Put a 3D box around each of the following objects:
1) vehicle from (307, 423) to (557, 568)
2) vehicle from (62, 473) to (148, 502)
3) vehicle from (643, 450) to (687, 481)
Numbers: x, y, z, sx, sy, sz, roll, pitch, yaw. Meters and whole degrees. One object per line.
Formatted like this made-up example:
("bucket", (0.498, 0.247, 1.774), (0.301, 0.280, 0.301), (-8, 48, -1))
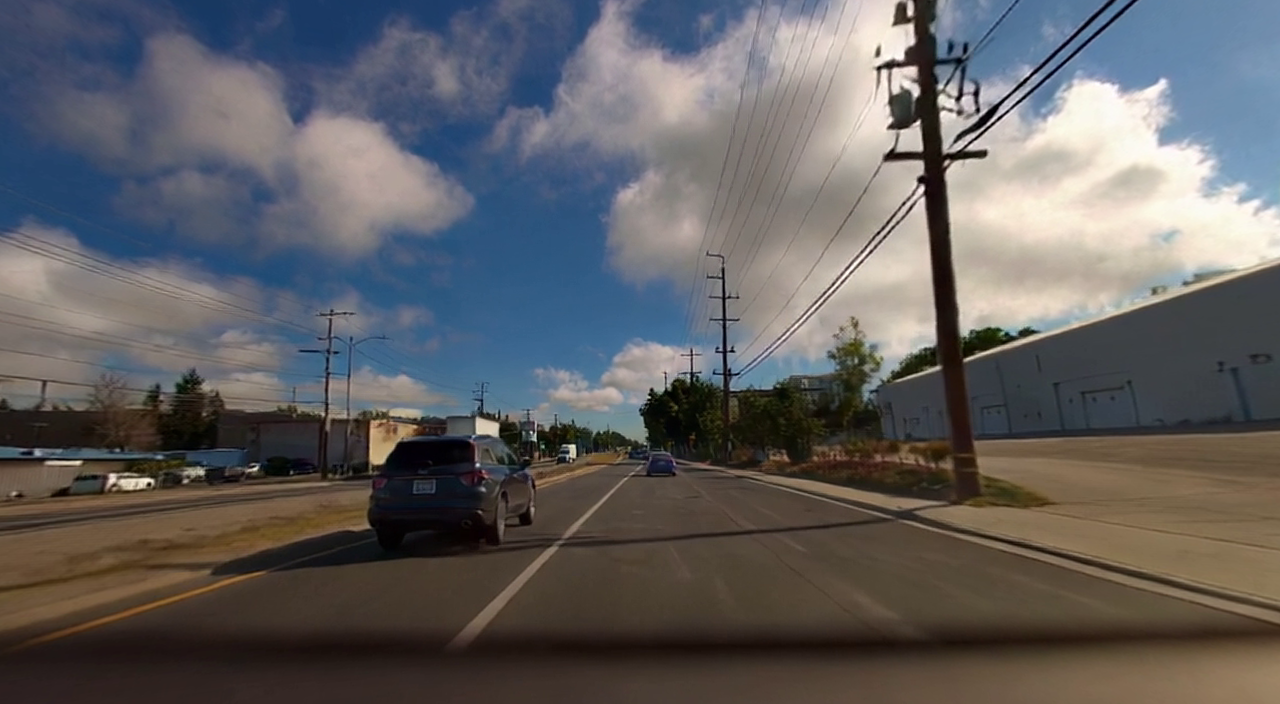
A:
("vehicle", (-2.795, 2.073, 9.906), (2.169, 1.679, 4.723), (0, -9, 2))
("vehicle", (-38.332, 9.708, 45.133), (4.458, 1.674, 2.034), (-2, -5, 2))
("vehicle", (1.247, 5.925, 33.094), (2.114, 1.492, 4.453), (0, -9, 1))
